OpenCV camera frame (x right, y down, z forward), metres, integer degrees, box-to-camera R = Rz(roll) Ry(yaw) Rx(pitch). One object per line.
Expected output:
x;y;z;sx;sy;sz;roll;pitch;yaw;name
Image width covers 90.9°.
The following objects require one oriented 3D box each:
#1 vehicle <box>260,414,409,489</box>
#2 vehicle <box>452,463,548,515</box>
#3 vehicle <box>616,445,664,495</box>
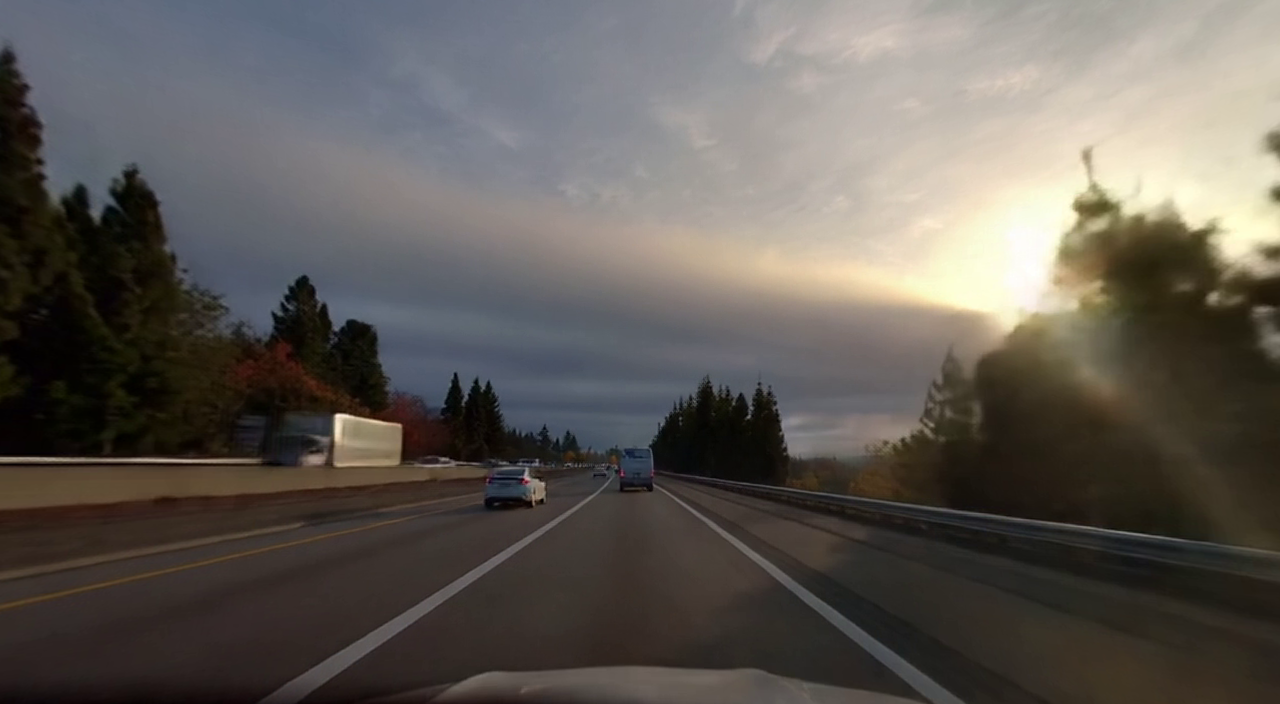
-13.198;4.530;28.180;2.603;2.806;7.980;1;-10;0;vehicle
-4.515;4.508;21.107;2.128;1.491;4.508;1;-10;1;vehicle
-0.038;6.654;35.549;2.482;2.549;5.447;1;-10;-1;vehicle
